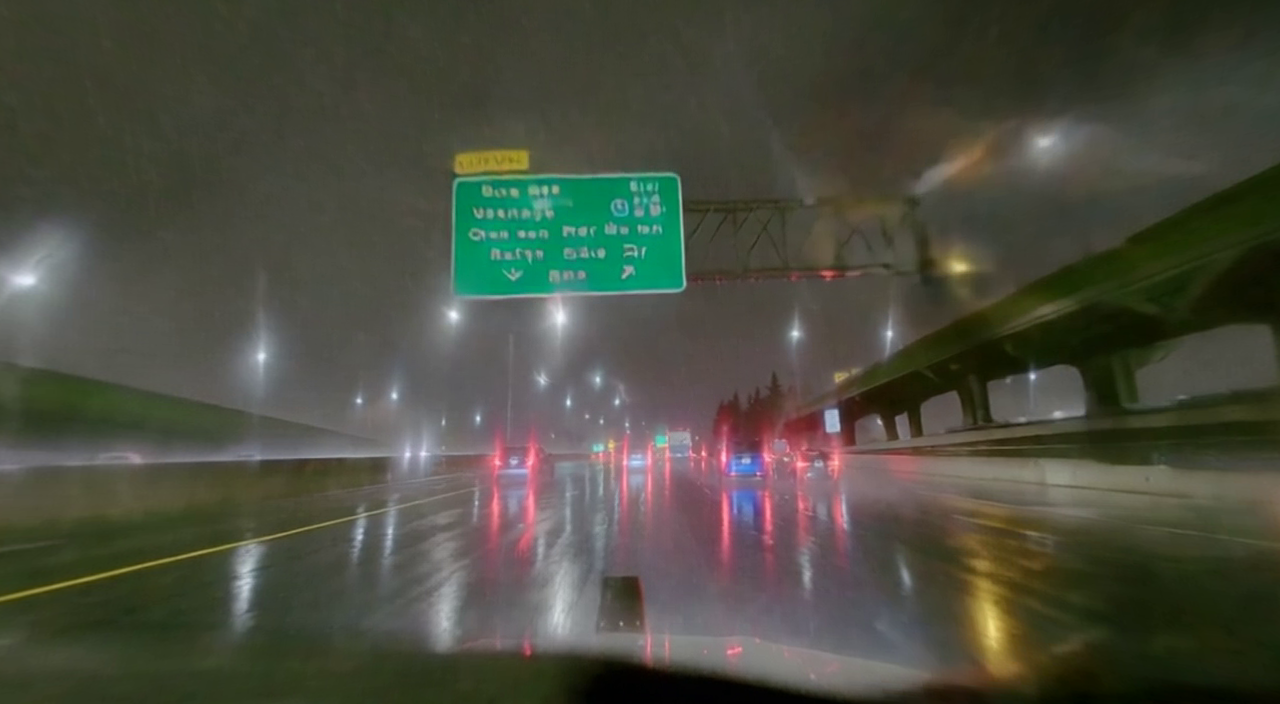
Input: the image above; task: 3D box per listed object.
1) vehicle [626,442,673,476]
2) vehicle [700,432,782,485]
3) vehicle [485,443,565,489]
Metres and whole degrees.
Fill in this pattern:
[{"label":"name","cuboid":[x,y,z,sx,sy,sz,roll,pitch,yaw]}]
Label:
[{"label":"vehicle","cuboid":[0.425,5.072,30.029,2.089,1.493,3.964,0,-8,0]},{"label":"vehicle","cuboid":[3.533,3.832,22.958,2.202,1.748,4.158,0,-8,-1]},{"label":"vehicle","cuboid":[-4.000,4.036,22.656,2.031,1.491,4.145,0,-8,1]}]
